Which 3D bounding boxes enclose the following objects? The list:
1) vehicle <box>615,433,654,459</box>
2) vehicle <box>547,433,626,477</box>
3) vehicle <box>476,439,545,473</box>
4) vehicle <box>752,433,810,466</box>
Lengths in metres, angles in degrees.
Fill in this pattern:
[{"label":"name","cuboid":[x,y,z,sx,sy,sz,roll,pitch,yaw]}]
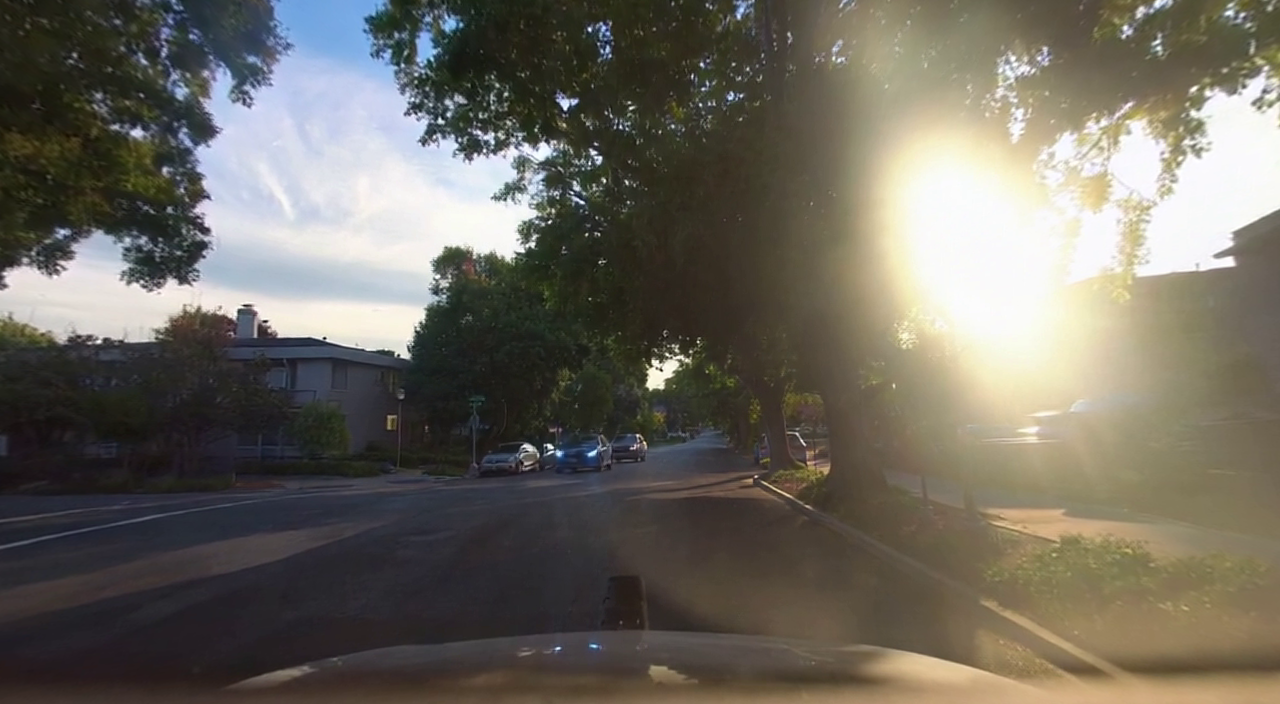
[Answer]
[{"label":"vehicle","cuboid":[-0.291,6.426,43.041,2.110,1.651,4.410,-1,-9,7]},{"label":"vehicle","cuboid":[-1.930,3.944,24.414,2.056,1.508,4.596,-1,-9,8]},{"label":"vehicle","cuboid":[-6.038,4.924,30.002,1.968,1.443,4.358,-1,-9,6]},{"label":"vehicle","cuboid":[6.724,4.675,30.599,1.918,1.461,4.419,0,-8,1]}]
